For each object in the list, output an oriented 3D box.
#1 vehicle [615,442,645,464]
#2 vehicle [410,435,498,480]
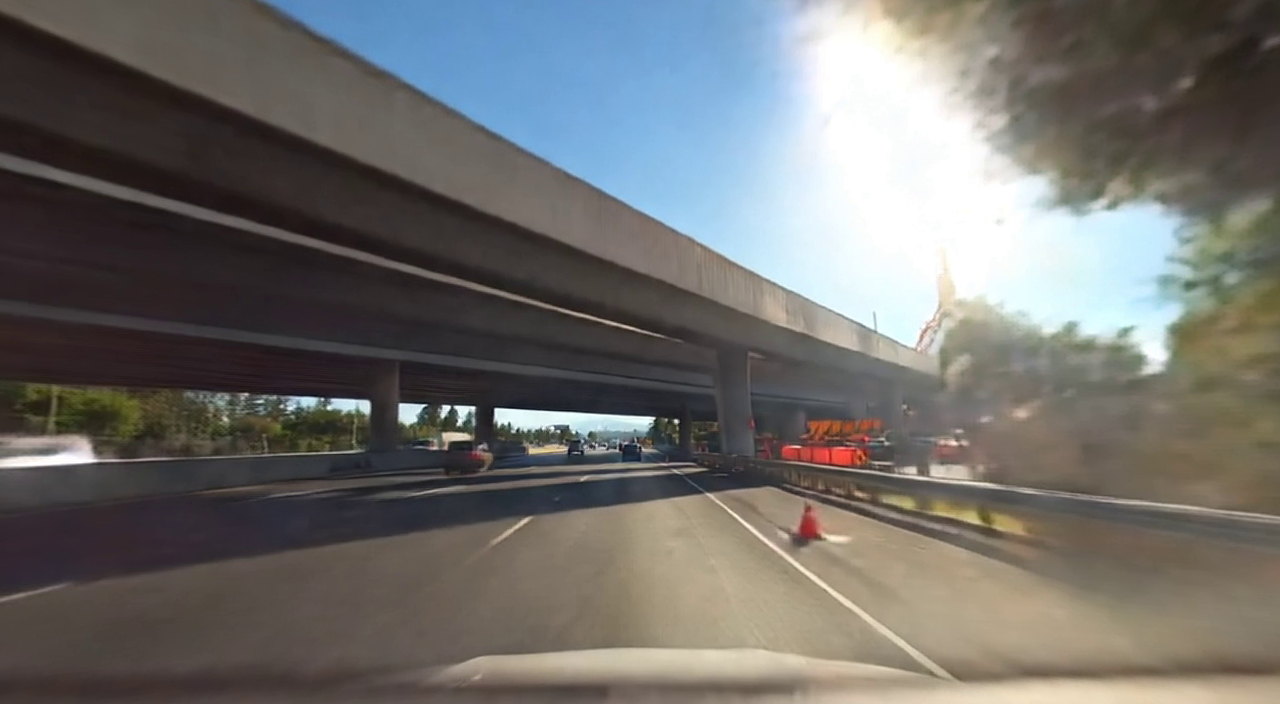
[{"bbox_3d":[-0.733,7.202,45.293,2.051,1.459,4.092,0,-8,0],"label":"vehicle"},{"bbox_3d":[-7.187,4.114,24.888,2.128,1.604,4.279,0,-8,0],"label":"vehicle"}]
